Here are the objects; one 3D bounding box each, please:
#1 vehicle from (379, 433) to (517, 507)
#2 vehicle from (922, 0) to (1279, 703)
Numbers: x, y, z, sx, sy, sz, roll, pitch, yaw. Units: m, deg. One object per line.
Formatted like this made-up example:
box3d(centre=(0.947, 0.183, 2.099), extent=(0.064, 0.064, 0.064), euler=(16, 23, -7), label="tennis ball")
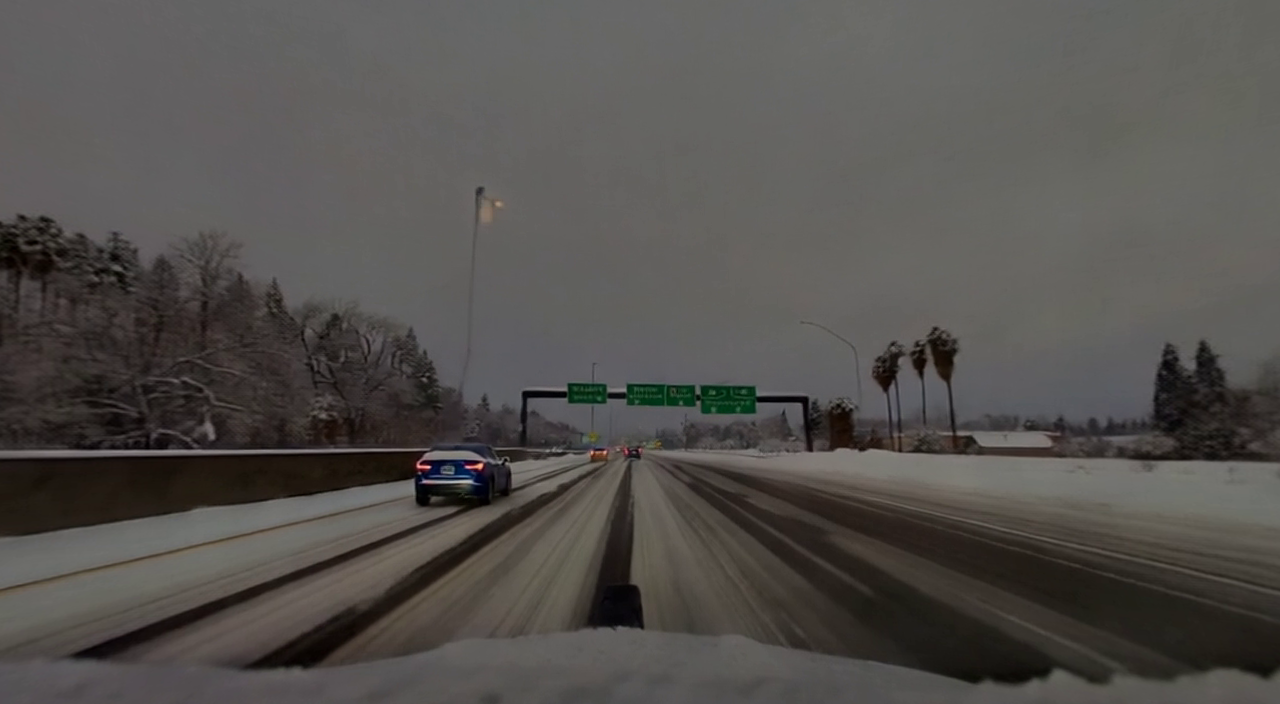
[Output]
box3d(centre=(-4.497, 2.829, 15.533), extent=(2.120, 1.537, 4.139), euler=(0, -8, 0), label="vehicle")
box3d(centre=(3.535, -0.088, 1.224), extent=(3.073, 3.886, 5.856), euler=(0, -8, -1), label="vehicle")
